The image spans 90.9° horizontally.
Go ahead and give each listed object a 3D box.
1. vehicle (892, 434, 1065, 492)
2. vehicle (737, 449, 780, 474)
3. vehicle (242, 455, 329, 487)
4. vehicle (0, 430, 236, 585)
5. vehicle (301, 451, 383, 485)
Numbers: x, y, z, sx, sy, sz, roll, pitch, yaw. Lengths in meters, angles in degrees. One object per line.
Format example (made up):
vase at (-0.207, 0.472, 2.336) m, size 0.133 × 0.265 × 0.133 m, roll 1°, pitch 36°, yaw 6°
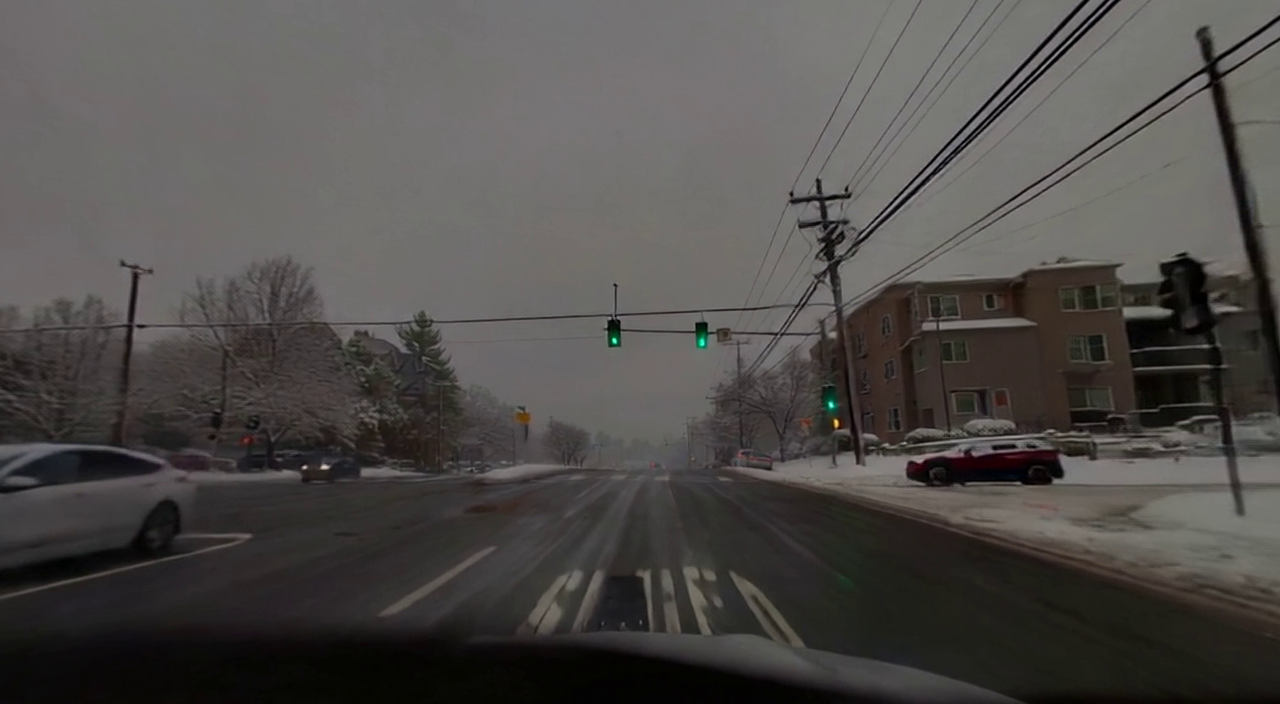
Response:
vehicle at (10.247, 3.371, 19.385) m, size 4.171 × 1.654 × 1.919 m, roll -1°, pitch -8°, yaw 5°
vehicle at (7.698, 7.175, 41.472) m, size 1.875 × 1.481 × 4.434 m, roll 0°, pitch -8°, yaw -1°
vehicle at (-19.226, 6.458, 34.525) m, size 1.878 × 1.561 × 4.745 m, roll 0°, pitch -8°, yaw 2°
vehicle at (-7.092, 1.630, 6.986) m, size 1.953 × 1.471 × 4.744 m, roll 0°, pitch -8°, yaw 2°
vehicle at (-15.675, 6.100, 33.508) m, size 1.951 × 1.595 × 4.548 m, roll -1°, pitch -8°, yaw 3°
